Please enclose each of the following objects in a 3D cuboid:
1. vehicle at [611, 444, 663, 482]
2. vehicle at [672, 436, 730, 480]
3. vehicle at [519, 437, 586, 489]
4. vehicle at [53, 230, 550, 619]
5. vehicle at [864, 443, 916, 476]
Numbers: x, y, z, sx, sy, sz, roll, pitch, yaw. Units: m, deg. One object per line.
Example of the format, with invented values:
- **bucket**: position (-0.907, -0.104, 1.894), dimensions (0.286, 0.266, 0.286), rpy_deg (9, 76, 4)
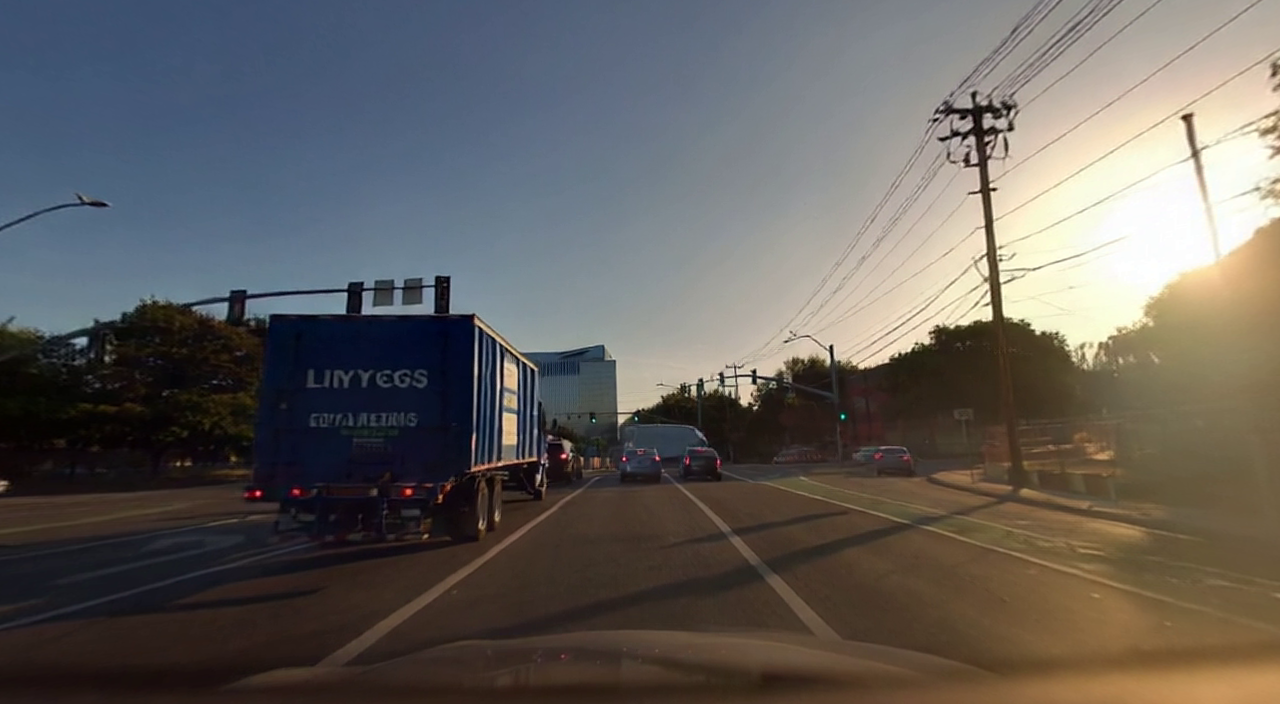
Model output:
- **vehicle**: position (-0.178, 4.830, 27.766), dimensions (2.117, 1.499, 4.036), rpy_deg (0, -9, -1)
- **vehicle**: position (2.717, 4.856, 29.216), dimensions (2.086, 1.849, 4.607), rpy_deg (0, -9, -2)
- **vehicle**: position (-3.302, 4.286, 24.728), dimensions (1.994, 1.806, 4.564), rpy_deg (0, -9, 0)
- **vehicle**: position (-3.429, 1.168, 9.584), dimensions (2.889, 3.347, 8.285), rpy_deg (0, -9, 0)
- **vehicle**: position (13.658, 5.816, 34.400), dimensions (2.102, 1.662, 4.533), rpy_deg (-5, -10, 27)
